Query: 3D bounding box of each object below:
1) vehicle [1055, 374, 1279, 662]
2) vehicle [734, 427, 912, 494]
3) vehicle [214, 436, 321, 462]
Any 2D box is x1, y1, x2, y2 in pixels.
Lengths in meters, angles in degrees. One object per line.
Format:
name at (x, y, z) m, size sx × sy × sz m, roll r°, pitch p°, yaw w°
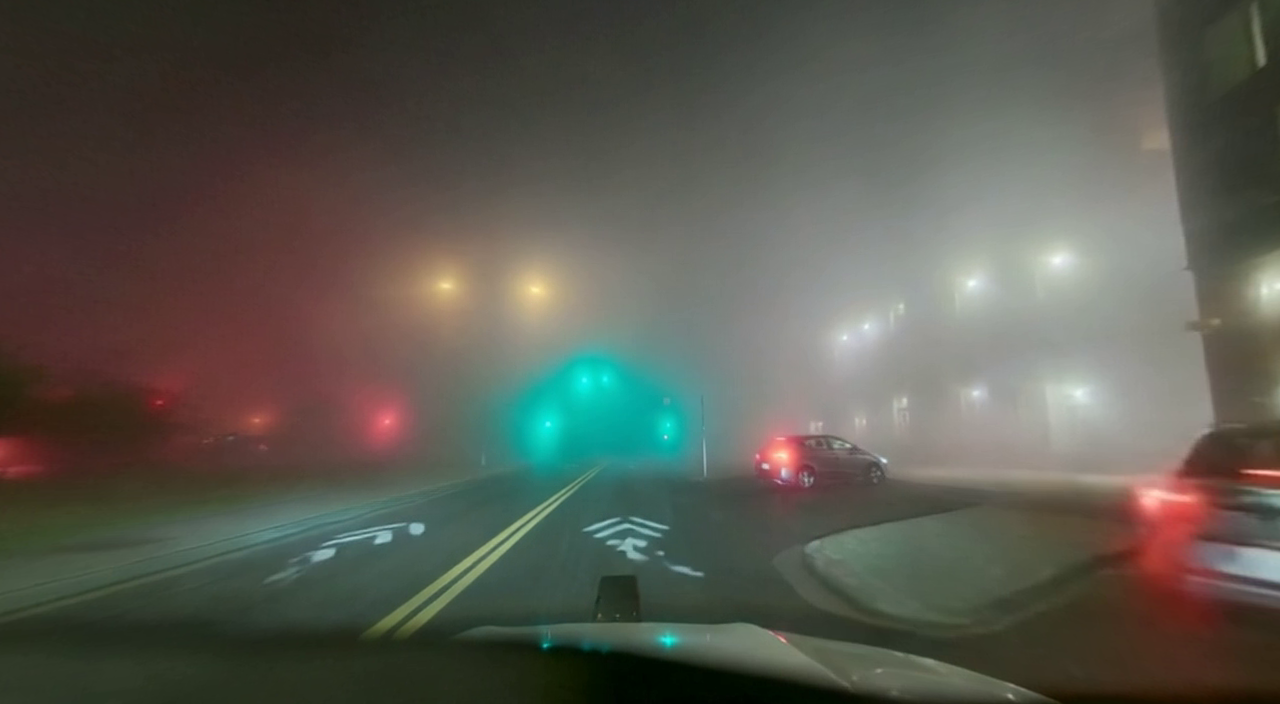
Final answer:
vehicle at (5.009, 1.019, 4.496) m, size 3.844 × 1.524 × 1.847 m, roll 4°, pitch -9°, yaw -32°
vehicle at (4.673, 2.709, 16.141) m, size 4.033 × 1.514 × 1.974 m, roll 3°, pitch -9°, yaw -25°
vehicle at (-19.531, 5.094, 33.302) m, size 2.660 × 1.211 × 4.739 m, roll -1°, pitch -8°, yaw 2°
